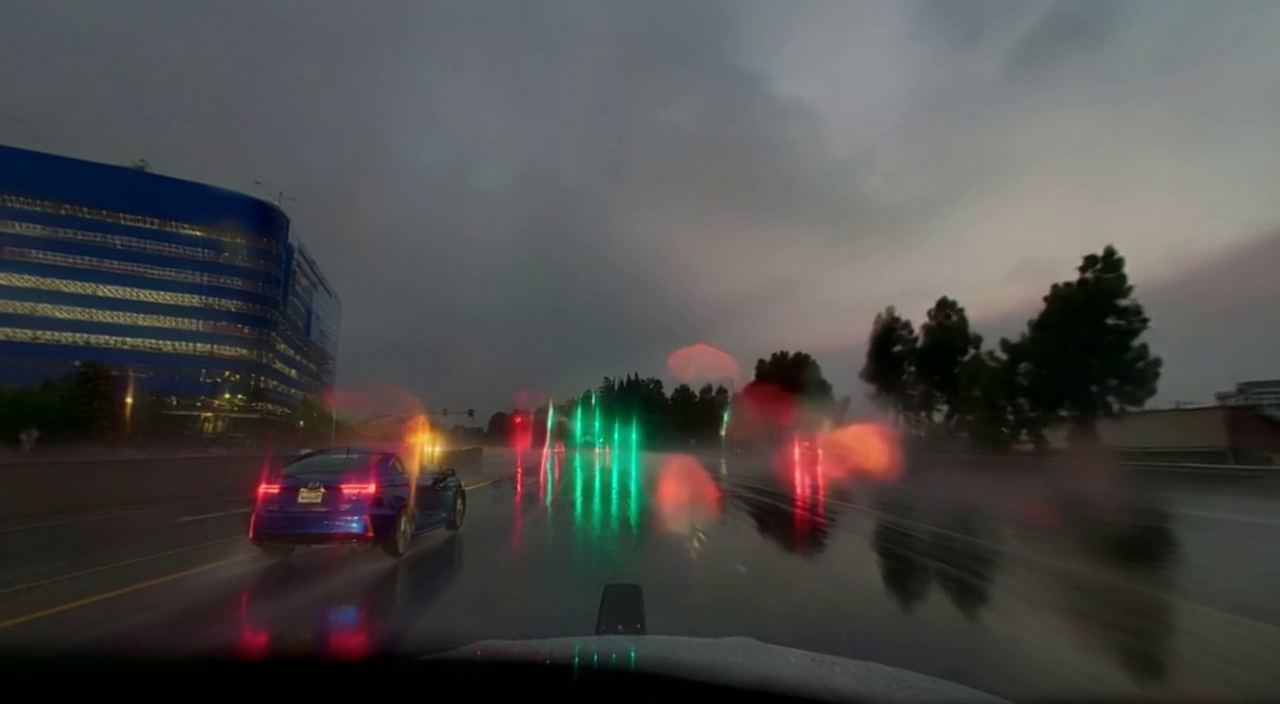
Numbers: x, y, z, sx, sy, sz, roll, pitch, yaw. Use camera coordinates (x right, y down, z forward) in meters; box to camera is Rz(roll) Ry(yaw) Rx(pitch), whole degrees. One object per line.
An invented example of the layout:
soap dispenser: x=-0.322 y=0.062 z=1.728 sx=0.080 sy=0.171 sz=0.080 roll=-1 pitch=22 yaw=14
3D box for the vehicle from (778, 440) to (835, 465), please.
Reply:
vehicle: x=11.414 y=6.945 z=43.712 sx=1.983 sy=1.613 sz=5.190 roll=1 pitch=-8 yaw=-7

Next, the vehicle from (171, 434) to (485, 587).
vehicle: x=-3.601 y=1.880 z=8.431 sx=2.018 sy=1.476 sz=4.364 roll=0 pitch=-8 yaw=-1
